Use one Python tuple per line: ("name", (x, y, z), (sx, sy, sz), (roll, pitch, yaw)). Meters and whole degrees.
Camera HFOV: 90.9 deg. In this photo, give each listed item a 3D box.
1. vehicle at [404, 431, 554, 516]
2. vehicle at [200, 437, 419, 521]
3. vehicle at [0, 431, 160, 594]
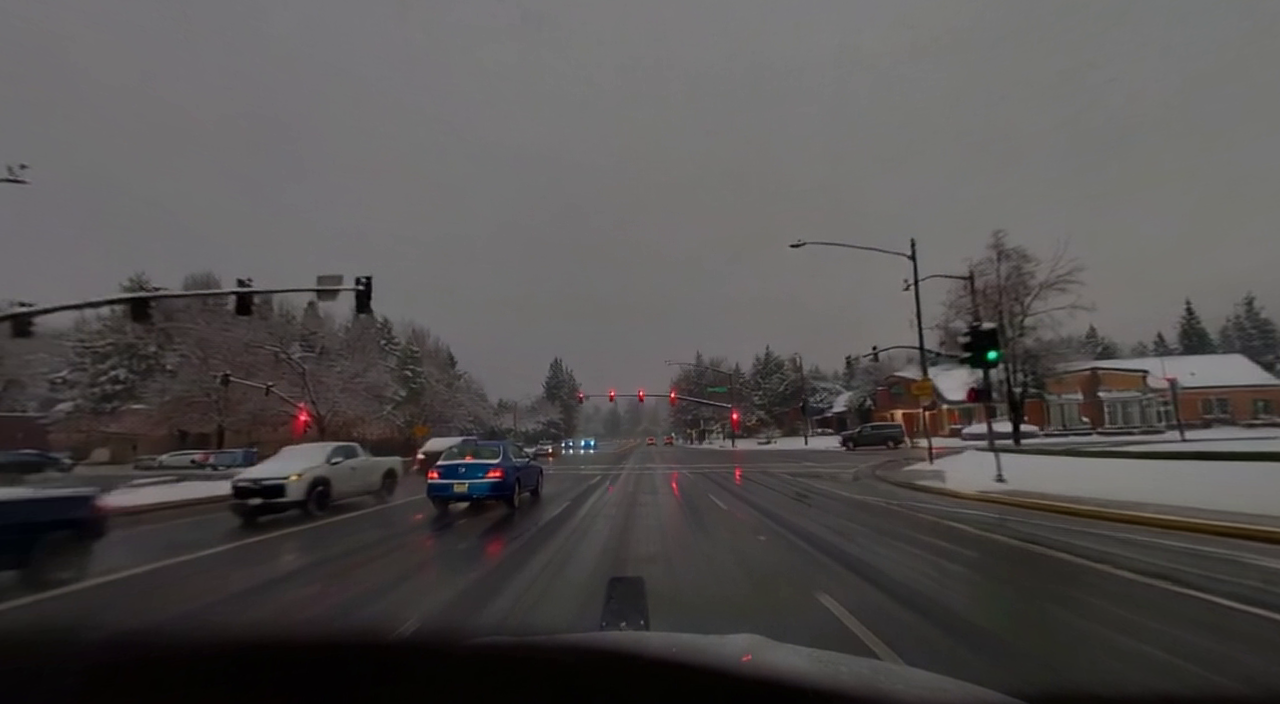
("vehicle", (-3.161, 2.487, 13.417), (1.924, 1.480, 4.421), (-1, -8, 2))
("vehicle", (-6.790, 2.640, 13.720), (2.133, 1.485, 4.681), (-1, -8, 2))
("vehicle", (-6.818, 1.406, 5.300), (2.006, 1.461, 4.476), (-1, -8, 0))
